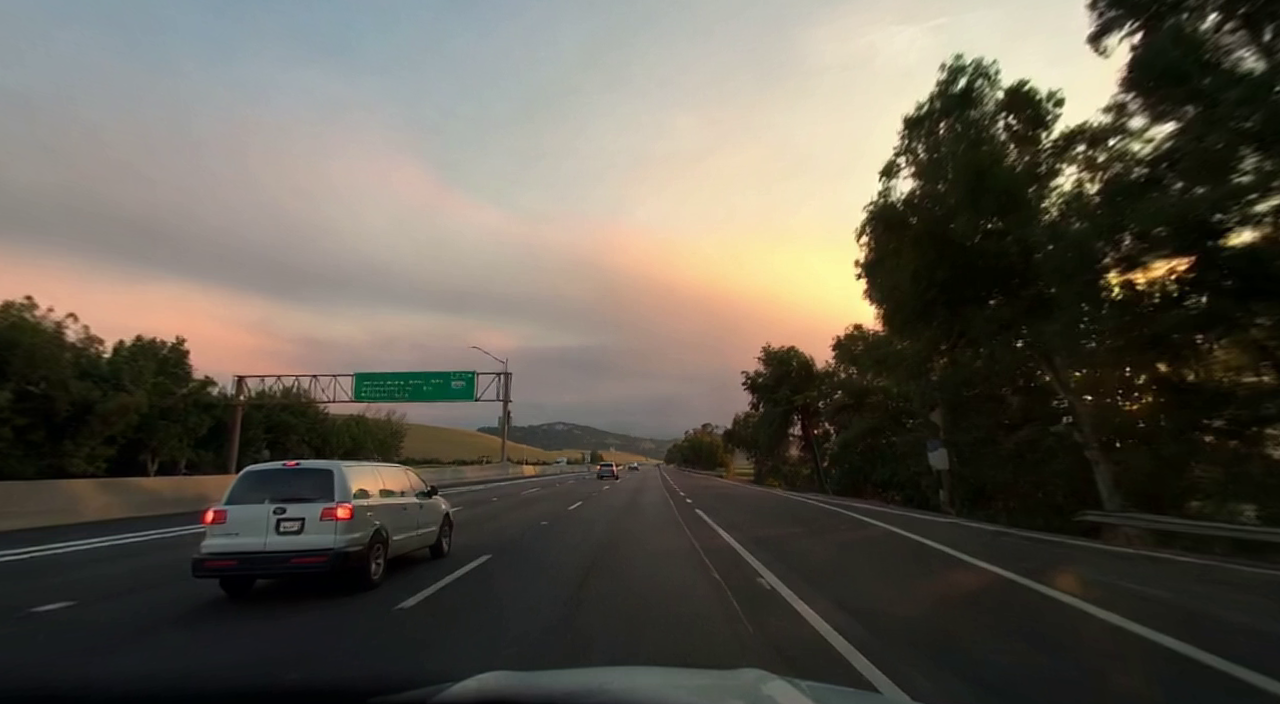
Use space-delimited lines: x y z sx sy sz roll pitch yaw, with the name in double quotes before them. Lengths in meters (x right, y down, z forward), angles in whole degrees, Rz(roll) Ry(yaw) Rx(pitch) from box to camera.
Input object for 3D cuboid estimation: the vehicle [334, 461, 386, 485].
"vehicle" -22.056 9.549 49.832 1.906 1.774 4.441 0 -10 2
